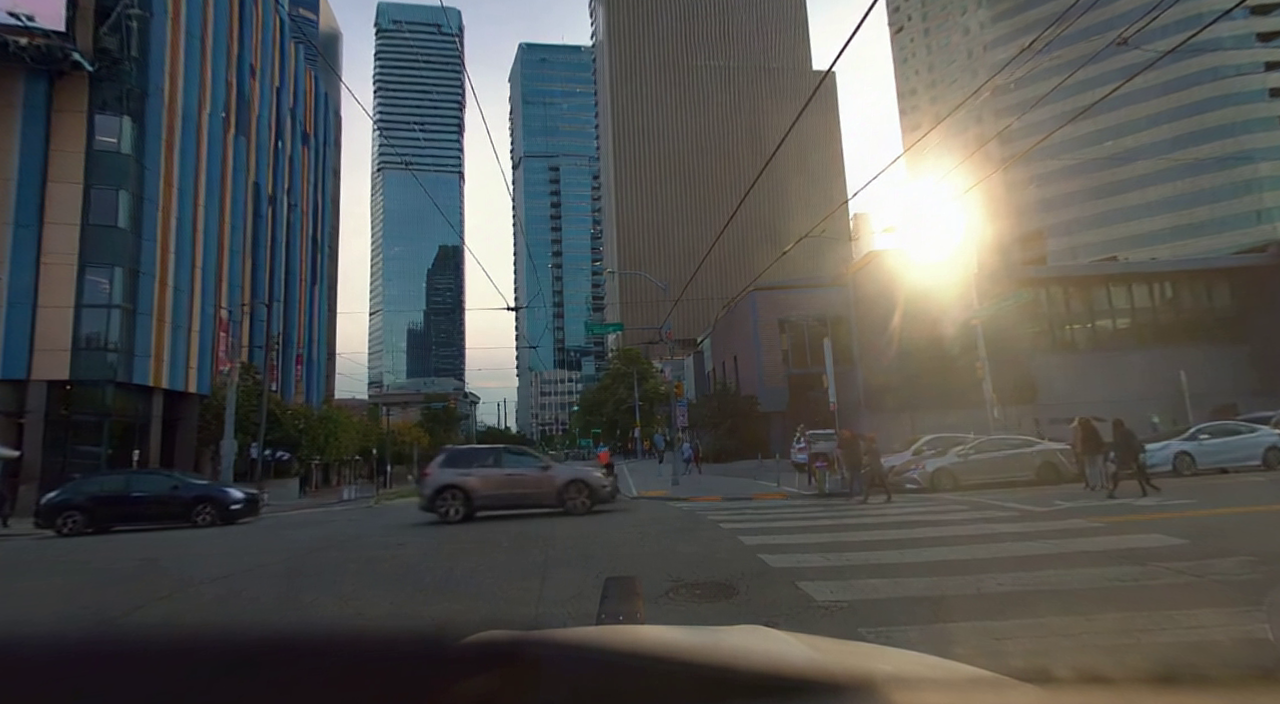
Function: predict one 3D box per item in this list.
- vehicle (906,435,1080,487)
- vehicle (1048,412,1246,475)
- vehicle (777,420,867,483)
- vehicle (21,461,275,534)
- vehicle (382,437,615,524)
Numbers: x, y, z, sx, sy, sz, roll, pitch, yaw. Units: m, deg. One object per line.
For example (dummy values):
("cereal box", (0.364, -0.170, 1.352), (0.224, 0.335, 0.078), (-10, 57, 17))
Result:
("vehicle", (11.388, 3.518, 20.546), (4.697, 1.510, 1.596), (0, -9, -4))
("vehicle", (16.753, 3.044, 21.064), (4.944, 1.946, 1.952), (0, -8, -3))
("vehicle", (7.513, 4.102, 26.624), (2.316, 2.425, 4.466), (1, -7, -2))
("vehicle", (-12.183, 3.609, 15.951), (4.637, 1.624, 1.927), (0, -9, -4))
("vehicle", (-2.932, 2.779, 13.914), (4.629, 1.696, 2.098), (1, -11, -7))
